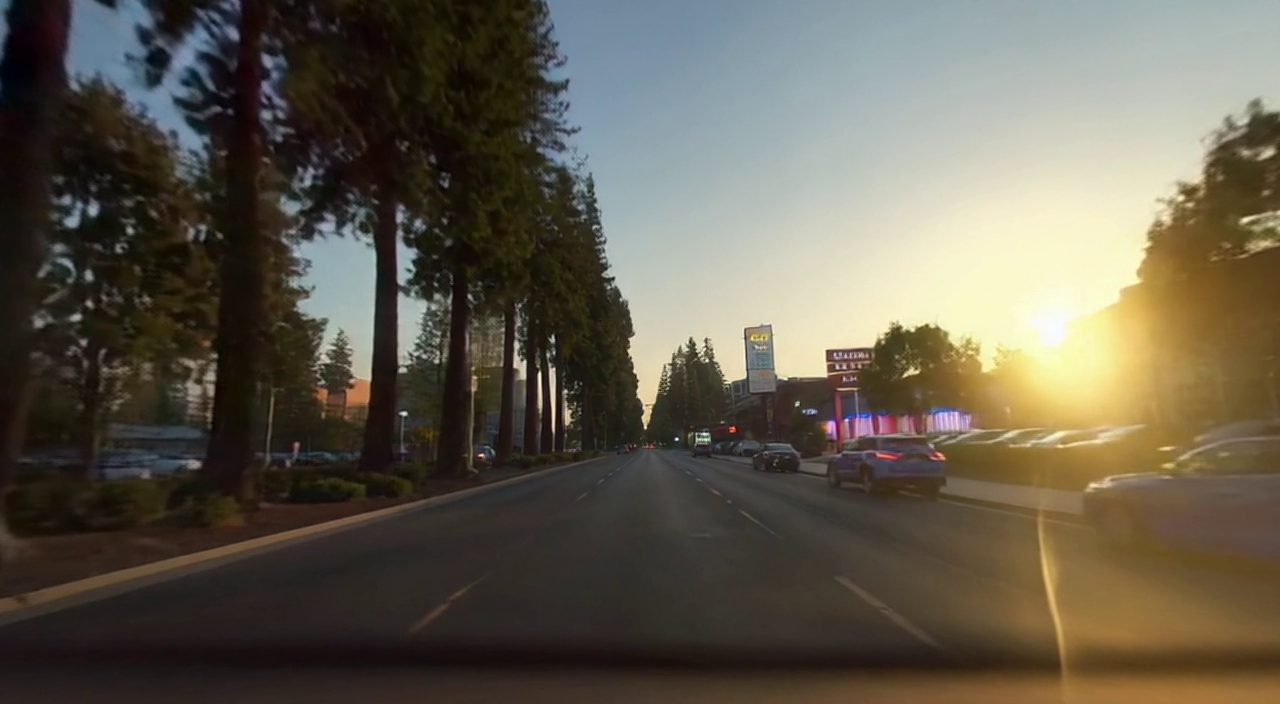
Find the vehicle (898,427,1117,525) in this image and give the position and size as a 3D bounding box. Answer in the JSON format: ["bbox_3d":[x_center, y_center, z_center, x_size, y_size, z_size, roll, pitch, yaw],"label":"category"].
[{"bbox_3d":[7.092,2.414,12.838,1.919,1.616,4.315,0,-8,1],"label":"vehicle"}]

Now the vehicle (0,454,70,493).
[{"bbox_3d":[-32.275,6.108,31.929,4.663,1.861,2.194,0,-9,2],"label":"vehicle"}]

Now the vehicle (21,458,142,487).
[{"bbox_3d":[-31.683,6.821,35.884,4.795,1.555,2.221,-1,-9,2],"label":"vehicle"}]

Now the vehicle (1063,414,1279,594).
[{"bbox_3d":[6.885,1.473,6.319,1.986,1.634,4.783,0,-8,1],"label":"vehicle"}]

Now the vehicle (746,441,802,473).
[{"bbox_3d":[7.311,5.788,34.947,2.122,1.602,4.928,-1,-9,1],"label":"vehicle"}]

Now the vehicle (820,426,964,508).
[{"bbox_3d":[7.131,3.300,18.576,2.157,2.057,4.994,0,-8,0],"label":"vehicle"}]
